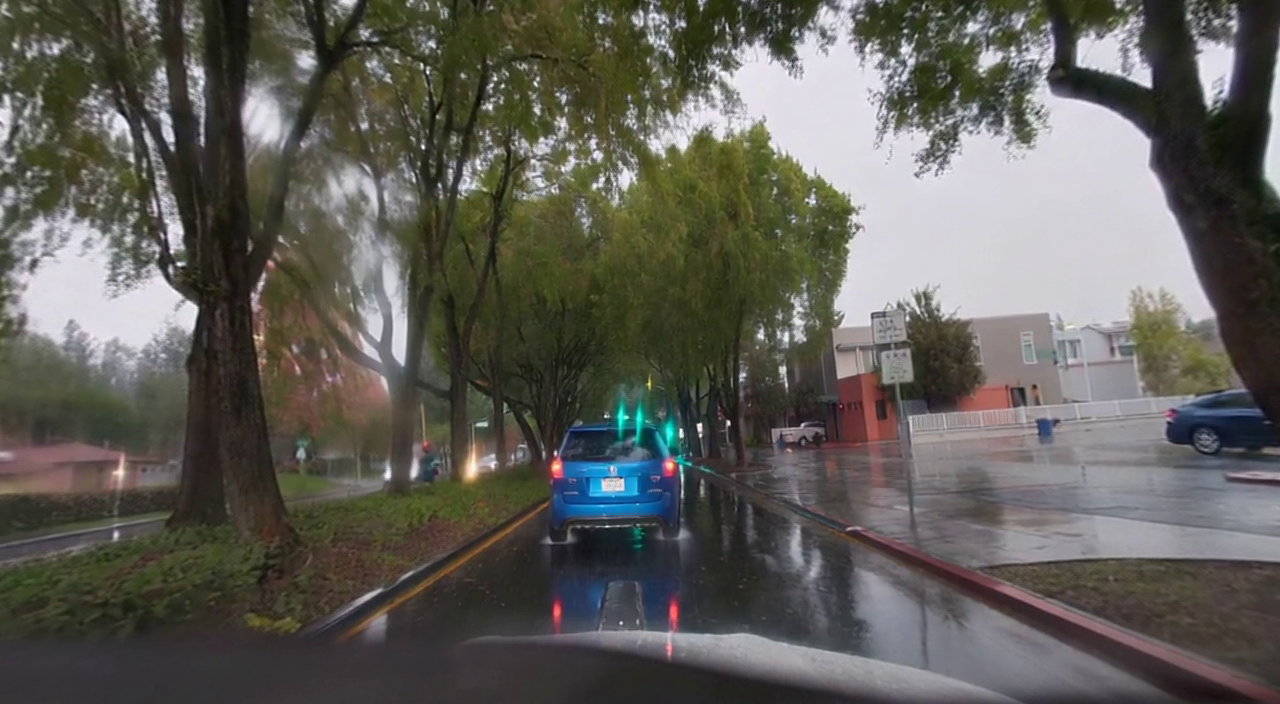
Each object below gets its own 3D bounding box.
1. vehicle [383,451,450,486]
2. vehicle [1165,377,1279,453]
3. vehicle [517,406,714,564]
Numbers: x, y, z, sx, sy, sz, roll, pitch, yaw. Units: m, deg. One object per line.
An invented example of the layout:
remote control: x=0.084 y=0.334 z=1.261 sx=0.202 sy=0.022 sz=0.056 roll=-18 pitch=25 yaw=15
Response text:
vehicle: x=-12.244 y=6.368 z=34.904 sx=1.971 sy=1.718 sz=4.539 roll=0 pitch=-8 yaw=1
vehicle: x=13.893 y=1.318 z=13.051 sx=4.270 sy=1.486 sz=2.042 roll=-5 pitch=-10 yaw=29
vehicle: x=-0.254 y=1.748 z=8.917 sx=2.136 sy=1.703 sz=3.910 roll=0 pitch=-8 yaw=0
